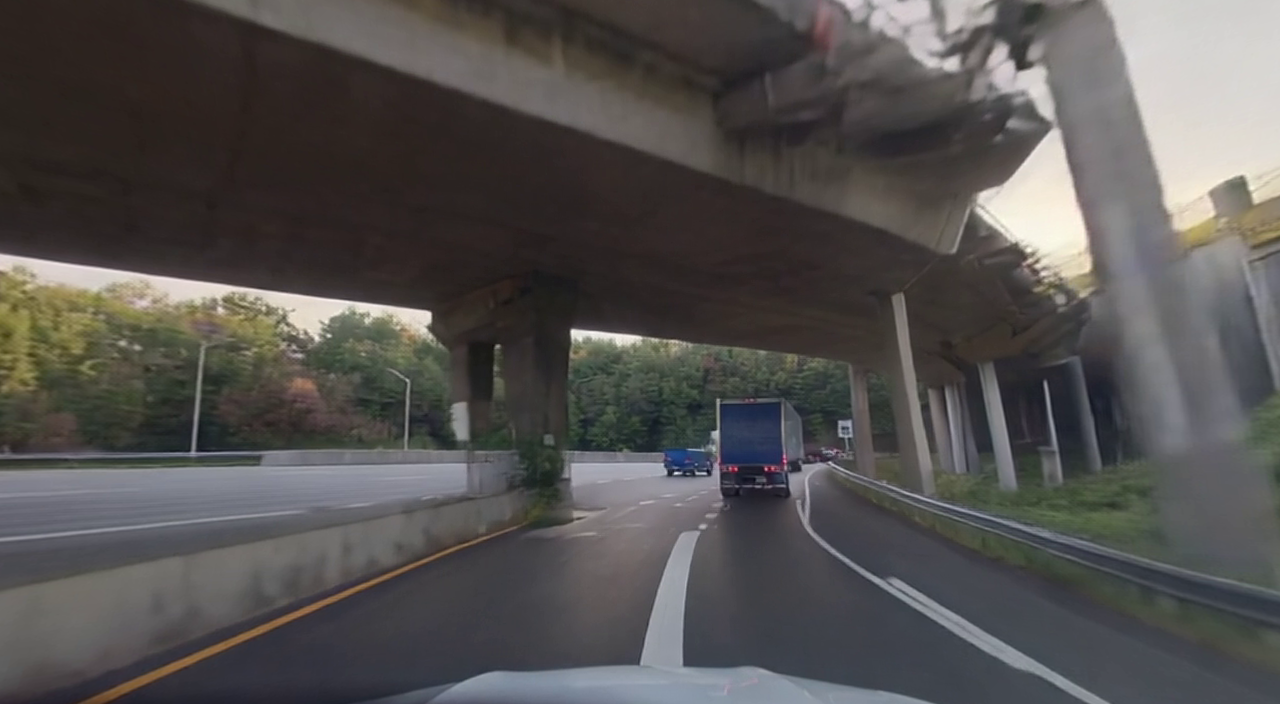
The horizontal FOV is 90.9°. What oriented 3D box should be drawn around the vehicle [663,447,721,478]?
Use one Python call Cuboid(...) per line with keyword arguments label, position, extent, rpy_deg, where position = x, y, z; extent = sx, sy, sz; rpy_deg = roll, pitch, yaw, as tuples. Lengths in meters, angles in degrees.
Cuboid(label="vehicle", position=(2.738, 5.633, 32.342), extent=(1.940, 1.444, 4.024), rpy_deg=(-3, -9, 19))
